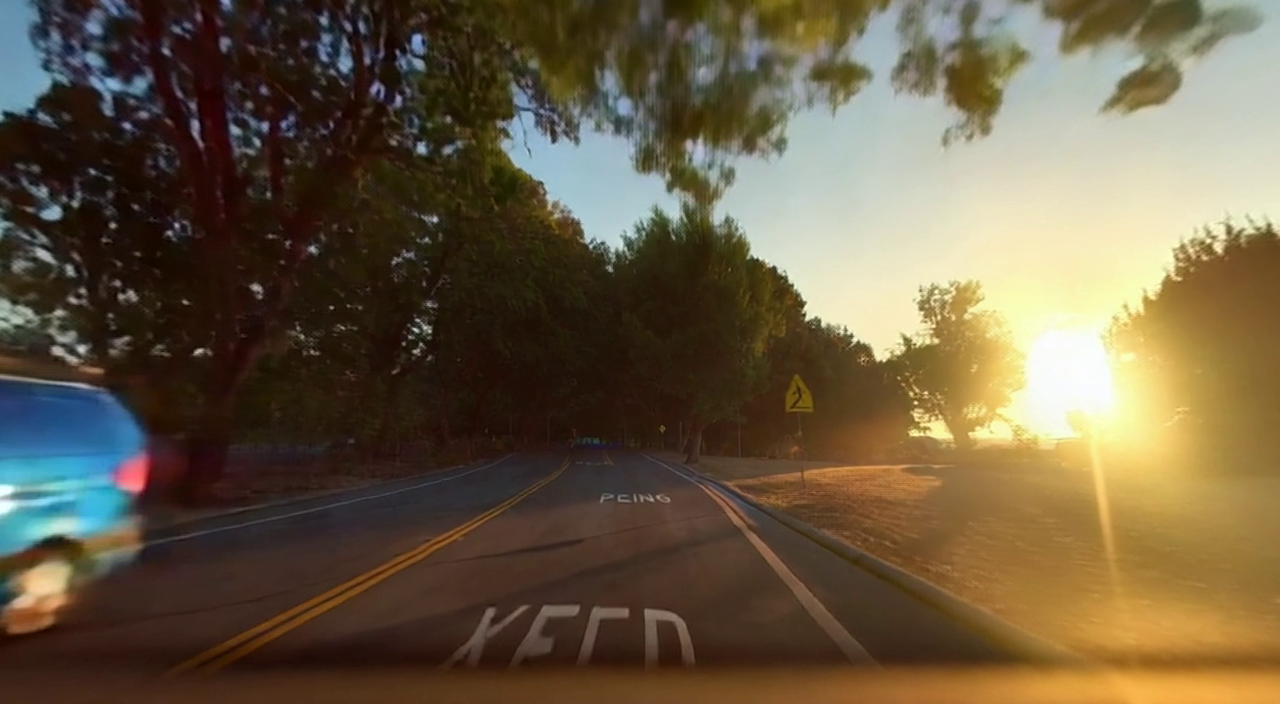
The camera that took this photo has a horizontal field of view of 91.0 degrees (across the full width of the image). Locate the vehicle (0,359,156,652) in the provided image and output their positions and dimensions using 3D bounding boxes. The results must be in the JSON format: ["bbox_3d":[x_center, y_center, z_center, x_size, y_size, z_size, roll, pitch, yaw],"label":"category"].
[{"bbox_3d":[-5.332,0.764,2.453,2.394,1.900,5.863,0,-8,-2],"label":"vehicle"}]
